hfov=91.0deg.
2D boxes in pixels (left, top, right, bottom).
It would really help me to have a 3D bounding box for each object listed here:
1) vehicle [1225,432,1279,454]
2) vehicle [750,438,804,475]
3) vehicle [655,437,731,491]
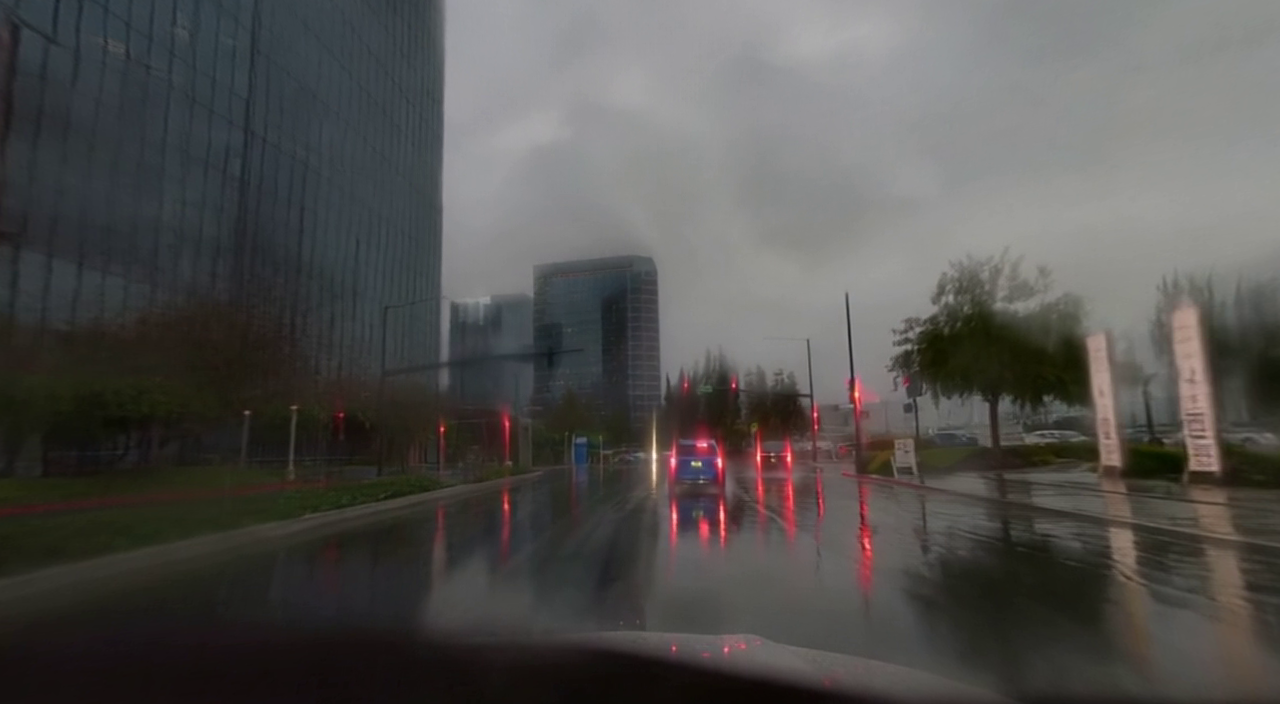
[{"bbox_3d":[46.838,6.800,47.143,3.905,1.481,1.767,-5,-11,12],"label":"vehicle"},{"bbox_3d":[6.011,4.630,28.042,1.916,1.492,3.911,-1,-9,6],"label":"vehicle"},{"bbox_3d":[1.648,3.470,19.804,2.127,1.497,4.020,-1,-9,5],"label":"vehicle"}]
